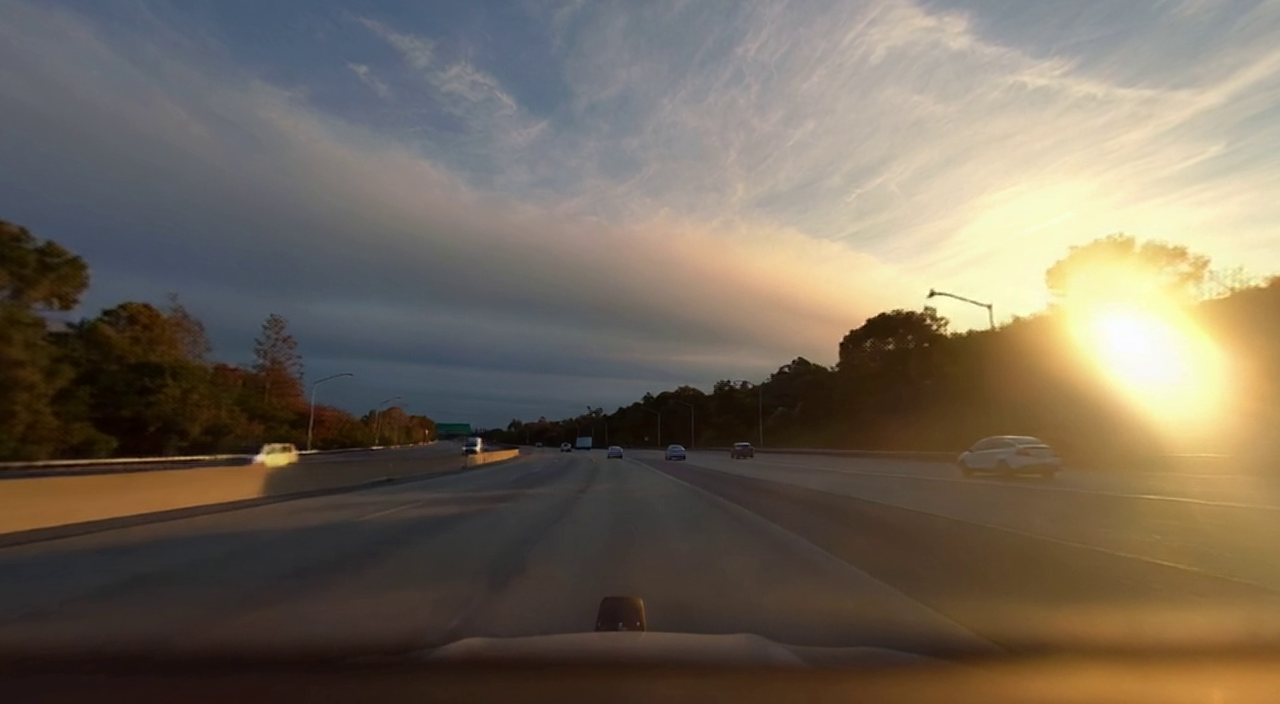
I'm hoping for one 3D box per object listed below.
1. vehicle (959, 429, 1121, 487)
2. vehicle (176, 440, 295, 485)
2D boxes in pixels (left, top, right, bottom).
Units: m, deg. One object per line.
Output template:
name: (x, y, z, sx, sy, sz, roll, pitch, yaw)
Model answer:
vehicle: (13.887, 3.737, 22.419, 2.107, 1.803, 5.385, 0, -9, -1)
vehicle: (-20.267, 5.546, 31.984, 2.258, 2.026, 5.866, 0, -9, -2)
